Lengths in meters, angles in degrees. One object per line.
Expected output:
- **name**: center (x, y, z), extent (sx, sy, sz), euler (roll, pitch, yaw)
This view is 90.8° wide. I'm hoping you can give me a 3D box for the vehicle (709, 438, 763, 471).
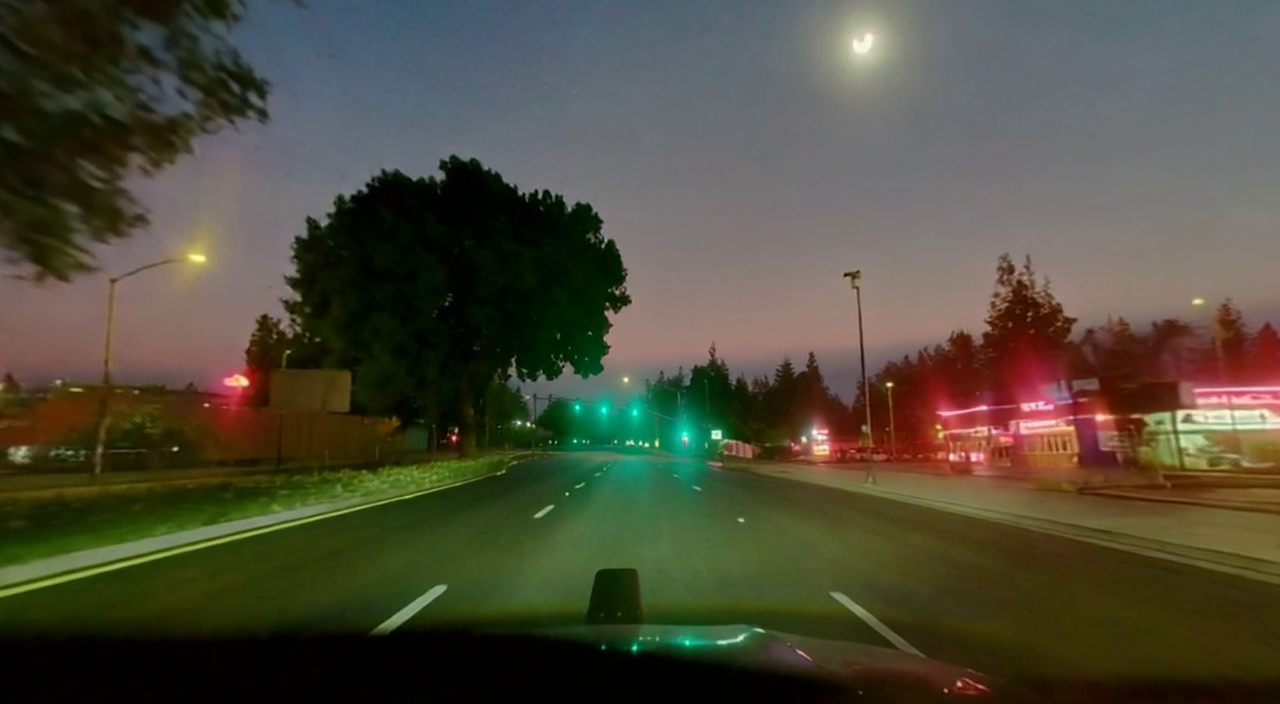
- **vehicle**: center (6.067, 6.582, 40.718), extent (2.347, 1.963, 5.940), euler (0, -9, -1)
